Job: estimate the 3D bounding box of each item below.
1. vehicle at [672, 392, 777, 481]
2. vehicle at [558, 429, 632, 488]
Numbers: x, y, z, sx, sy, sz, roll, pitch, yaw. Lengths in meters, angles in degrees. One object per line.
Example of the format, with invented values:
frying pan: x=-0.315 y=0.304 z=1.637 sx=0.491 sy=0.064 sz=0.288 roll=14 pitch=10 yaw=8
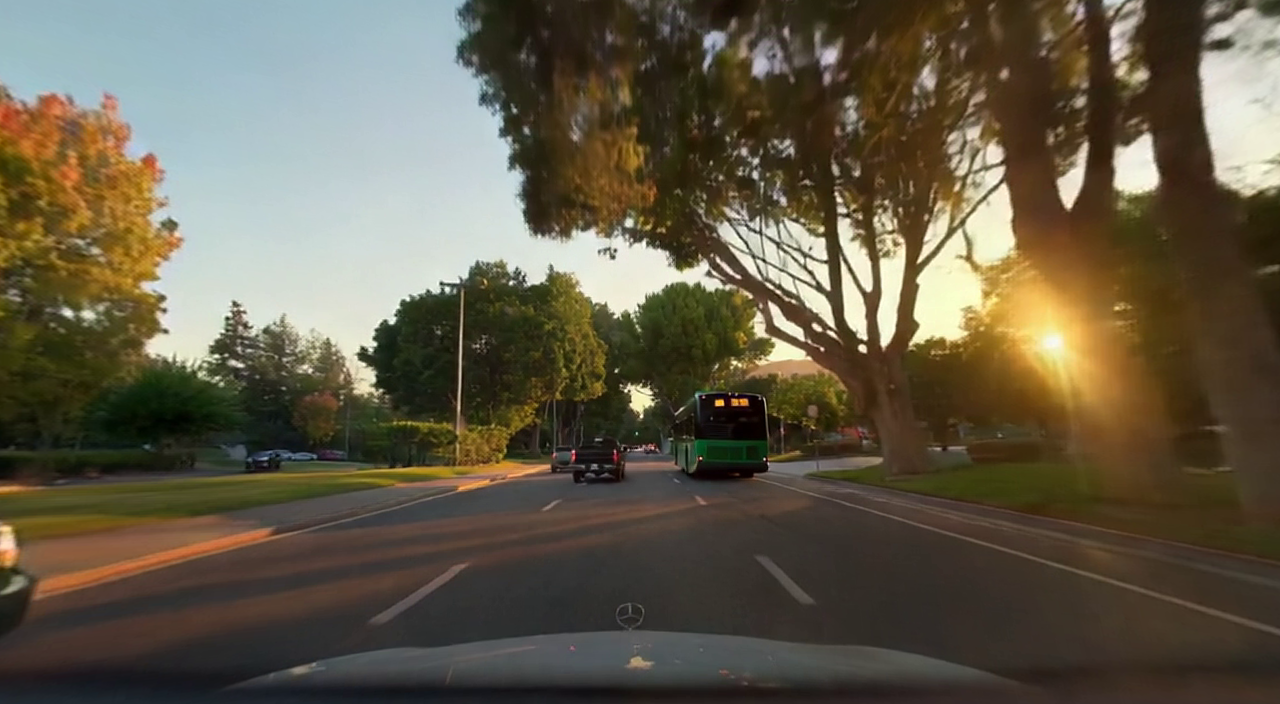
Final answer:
vehicle: x=3.385 y=4.030 z=29.346 sx=3.059 sy=3.264 sz=12.623 roll=0 pitch=-9 yaw=0
vehicle: x=-1.452 y=3.763 z=22.593 sx=2.074 sy=1.849 sz=5.137 roll=0 pitch=-9 yaw=2
